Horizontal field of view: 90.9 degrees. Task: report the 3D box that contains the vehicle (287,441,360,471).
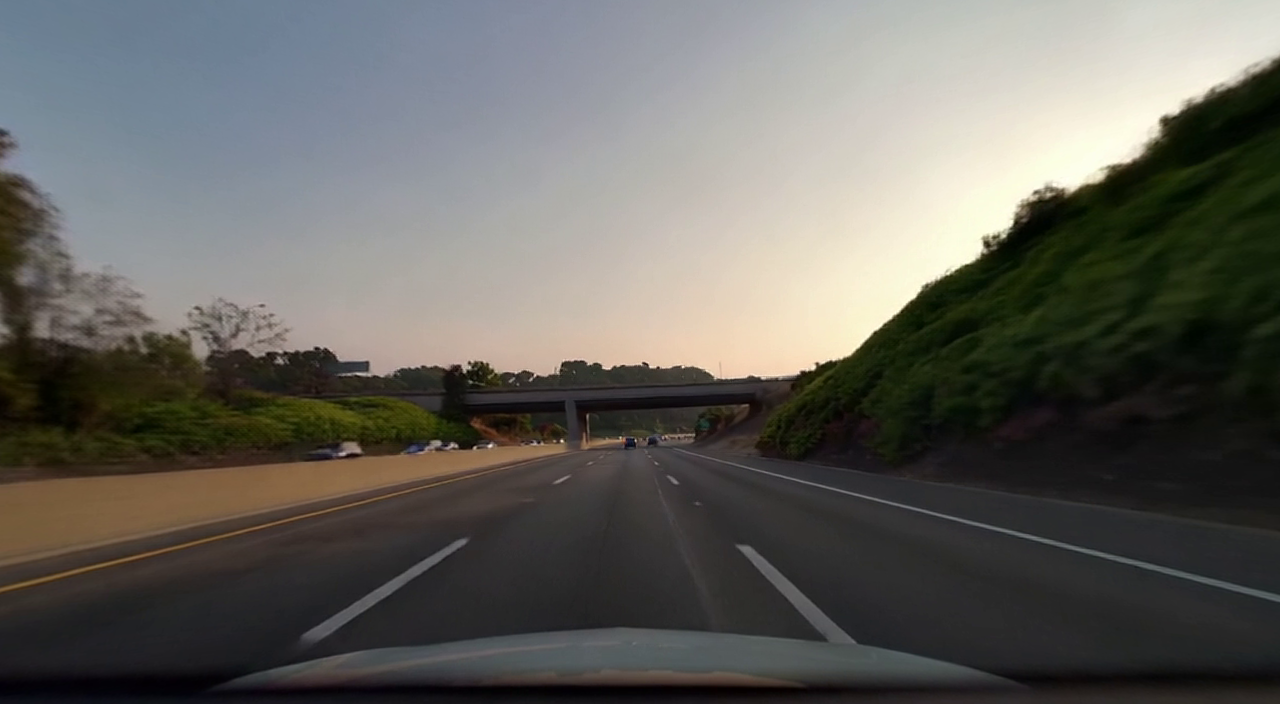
[{"bbox_3d":[-16.864,5.550,33.814,1.818,1.468,4.144,0,-8,-1],"label":"vehicle"}]
